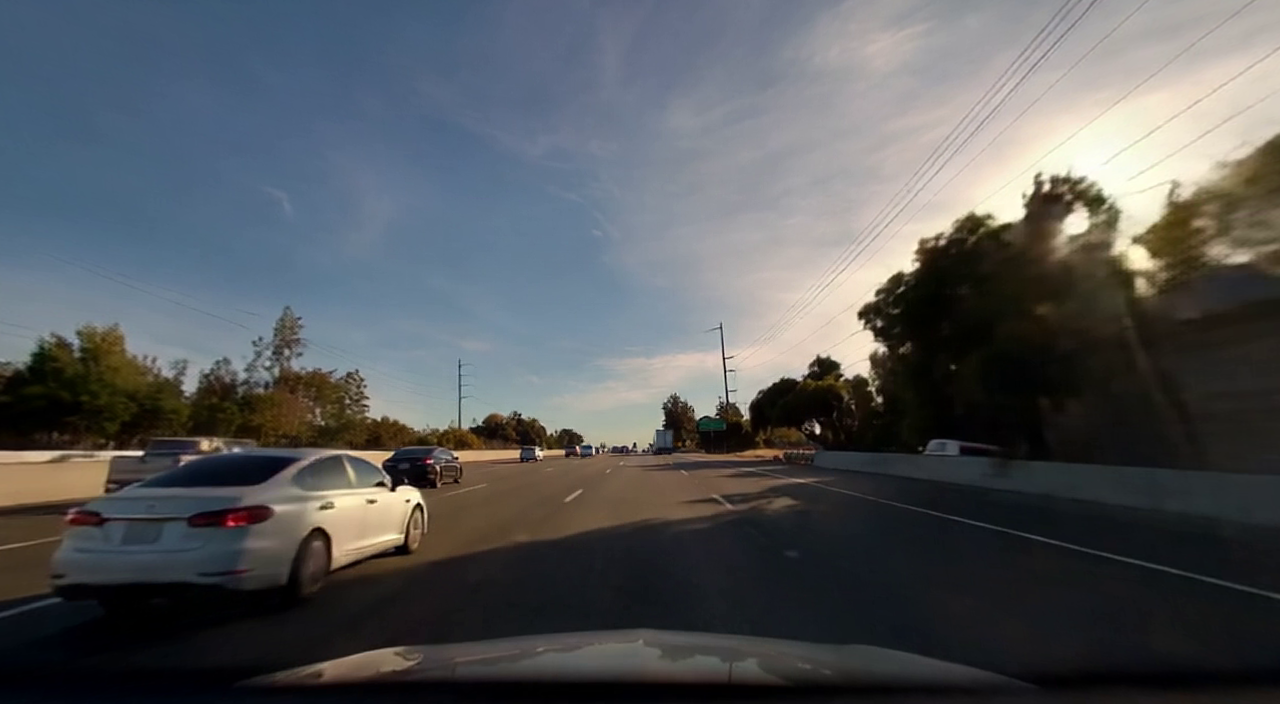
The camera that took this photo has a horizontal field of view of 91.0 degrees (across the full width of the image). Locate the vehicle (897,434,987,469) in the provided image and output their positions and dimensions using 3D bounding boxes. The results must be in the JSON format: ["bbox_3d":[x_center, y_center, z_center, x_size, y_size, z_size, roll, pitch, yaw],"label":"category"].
[{"bbox_3d":[18.214,6.035,38.439,2.272,1.938,5.988,0,-9,-3],"label":"vehicle"}]

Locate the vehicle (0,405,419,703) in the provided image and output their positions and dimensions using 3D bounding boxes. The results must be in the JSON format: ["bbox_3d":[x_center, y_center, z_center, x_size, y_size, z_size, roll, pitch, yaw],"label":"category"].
[{"bbox_3d":[-3.616,1.312,4.704,2.045,1.532,4.954,0,-9,1],"label":"vehicle"}]
